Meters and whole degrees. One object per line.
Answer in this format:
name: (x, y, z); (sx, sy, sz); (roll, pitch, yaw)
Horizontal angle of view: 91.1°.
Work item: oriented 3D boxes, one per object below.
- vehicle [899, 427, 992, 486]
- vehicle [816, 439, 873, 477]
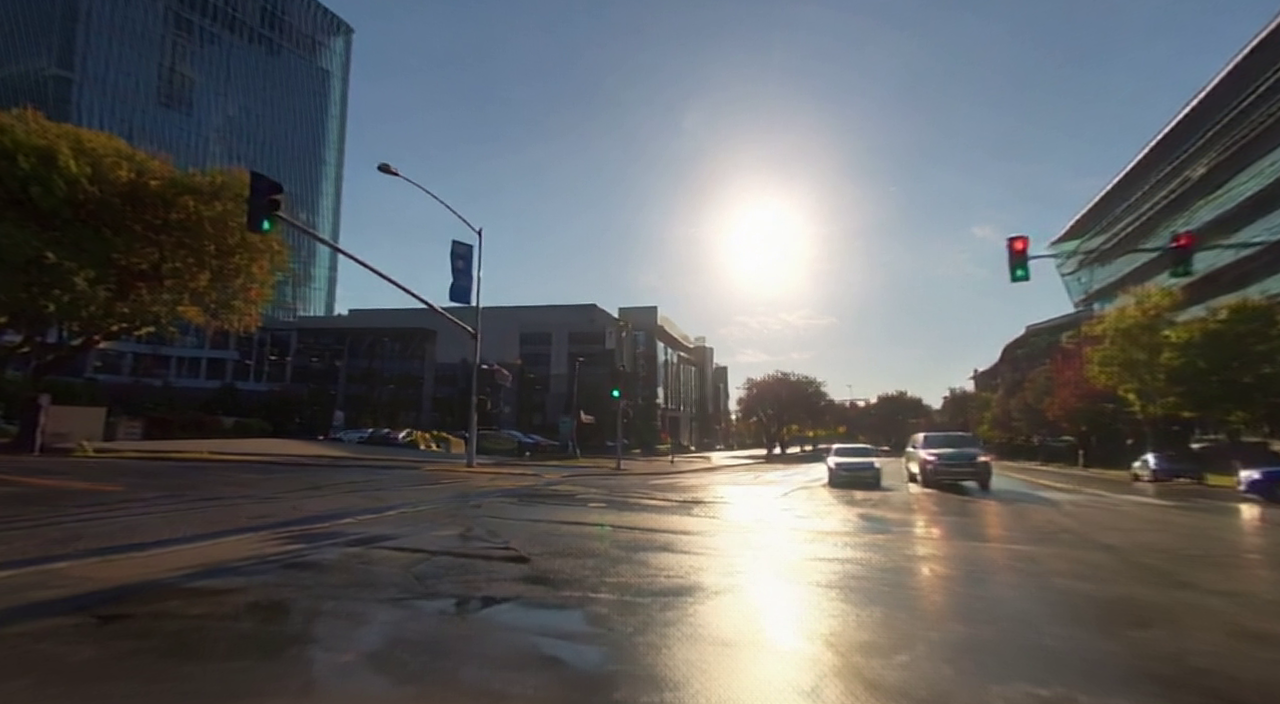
vehicle: (9.890, 3.401, 20.705); (2.018, 1.699, 4.751); (-3, -9, 18)
vehicle: (9.053, 4.585, 27.548); (2.068, 1.486, 4.664); (-3, -9, 21)
